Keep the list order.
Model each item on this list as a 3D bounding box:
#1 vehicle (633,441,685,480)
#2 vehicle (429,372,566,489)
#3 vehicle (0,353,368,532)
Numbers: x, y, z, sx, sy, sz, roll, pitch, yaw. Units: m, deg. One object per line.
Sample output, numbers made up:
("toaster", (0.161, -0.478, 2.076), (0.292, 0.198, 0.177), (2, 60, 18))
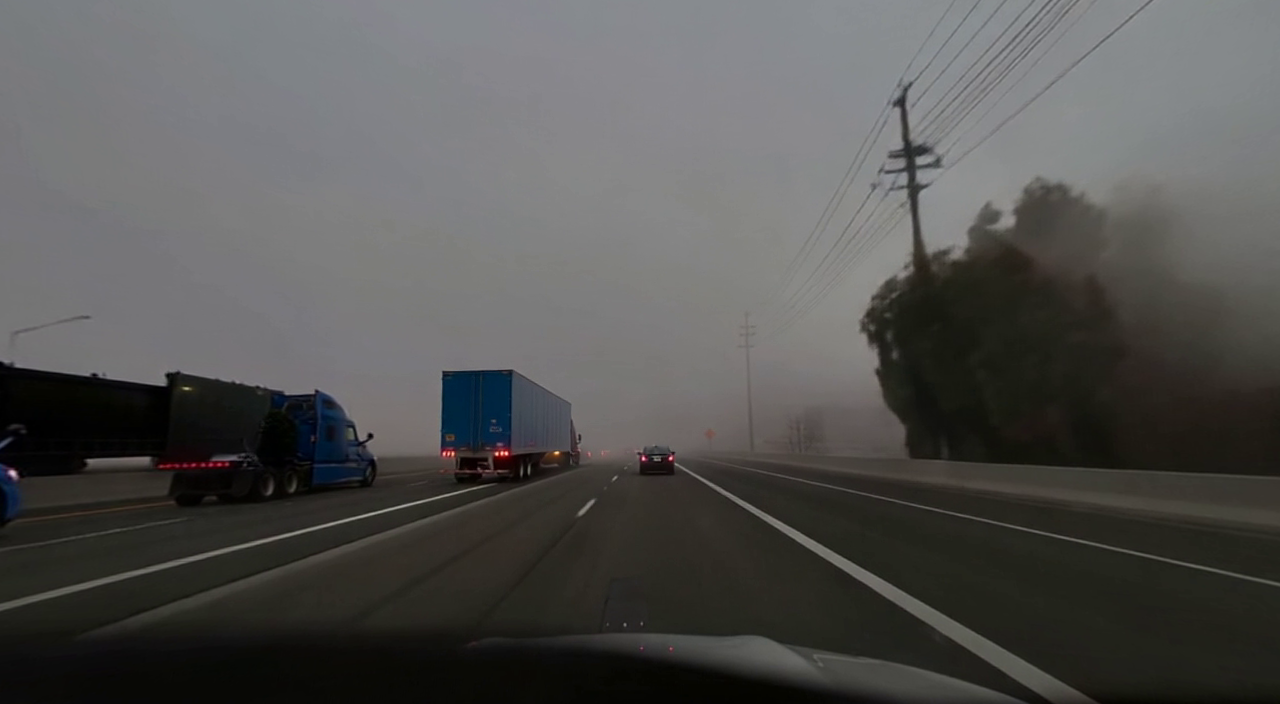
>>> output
("vehicle", (0.745, 4.604, 27.035), (2.055, 1.514, 4.323), (0, -8, 0))
("vehicle", (-5.861, 3.861, 29.774), (2.907, 4.081, 15.311), (0, -8, 0))
("vehicle", (-10.494, 2.284, 15.923), (2.896, 3.140, 9.491), (0, -8, 1))
